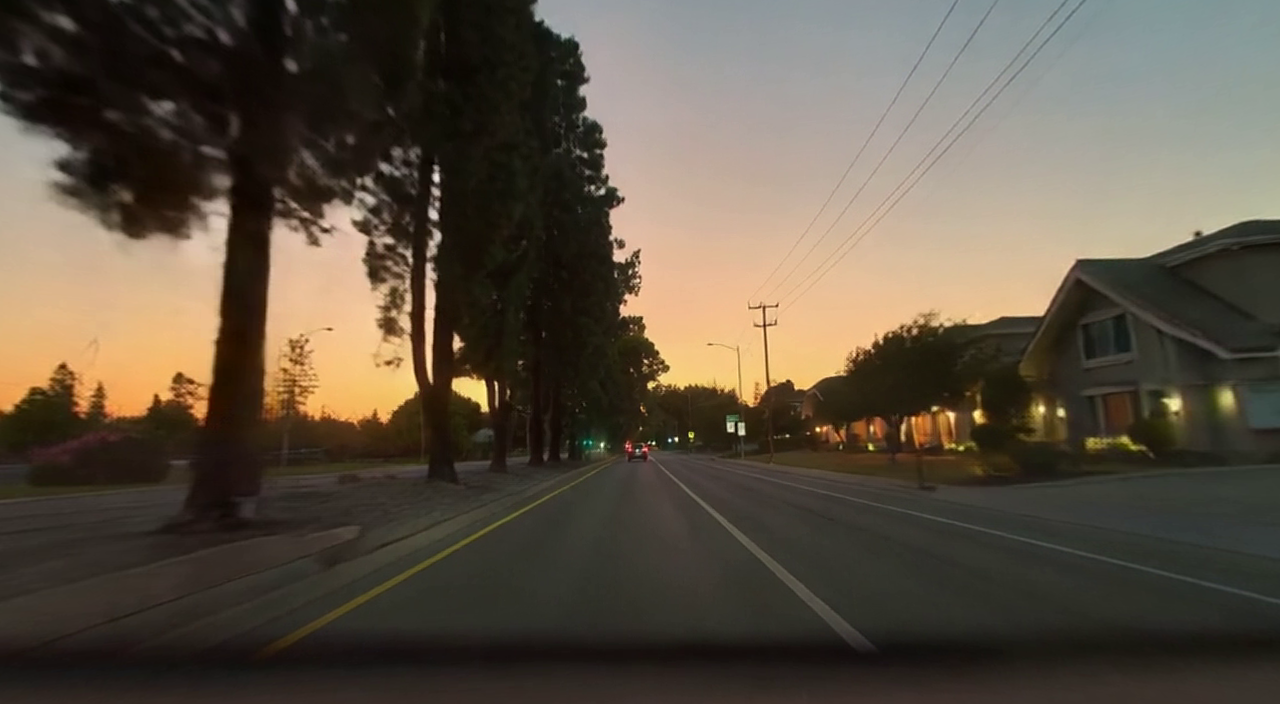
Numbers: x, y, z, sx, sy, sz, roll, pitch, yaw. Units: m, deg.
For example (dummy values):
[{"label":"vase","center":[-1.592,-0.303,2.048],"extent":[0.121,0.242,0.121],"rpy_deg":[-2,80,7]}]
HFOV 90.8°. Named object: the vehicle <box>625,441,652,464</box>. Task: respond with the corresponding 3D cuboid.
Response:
[{"label":"vehicle","center":[-0.122,7.735,48.702],"extent":[2.016,1.665,3.932],"rpy_deg":[0,-9,-1]}]
